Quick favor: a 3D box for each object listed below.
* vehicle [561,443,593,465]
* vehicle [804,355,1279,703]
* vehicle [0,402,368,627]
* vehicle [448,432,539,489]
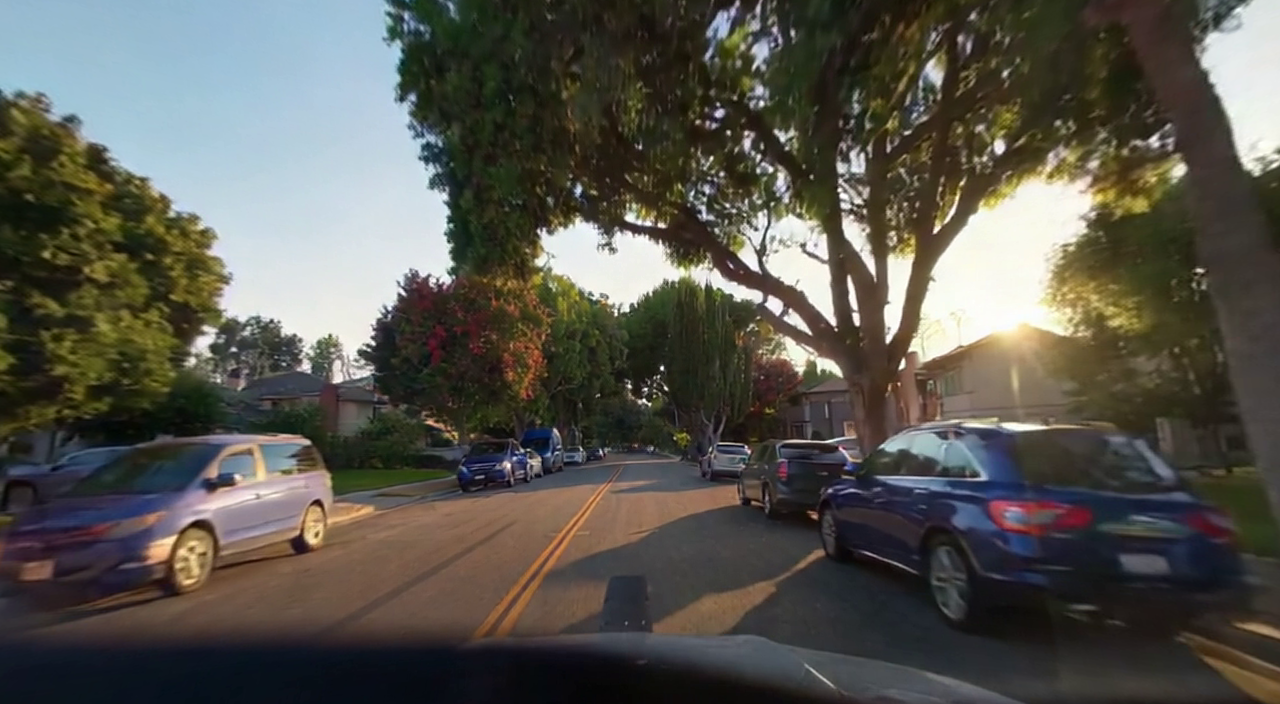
[{"bbox_3d":[-4.805,7.887,48.871,2.038,1.571,4.524,0,-8,-1],"label":"vehicle"},{"bbox_3d":[3.219,1.283,5.672,2.059,1.824,5.045,0,-8,-1],"label":"vehicle"},{"bbox_3d":[-5.388,1.661,7.549,2.163,1.818,4.697,0,-8,0],"label":"vehicle"},{"bbox_3d":[-5.209,3.928,23.137,2.090,1.855,4.494,0,-8,2],"label":"vehicle"}]
